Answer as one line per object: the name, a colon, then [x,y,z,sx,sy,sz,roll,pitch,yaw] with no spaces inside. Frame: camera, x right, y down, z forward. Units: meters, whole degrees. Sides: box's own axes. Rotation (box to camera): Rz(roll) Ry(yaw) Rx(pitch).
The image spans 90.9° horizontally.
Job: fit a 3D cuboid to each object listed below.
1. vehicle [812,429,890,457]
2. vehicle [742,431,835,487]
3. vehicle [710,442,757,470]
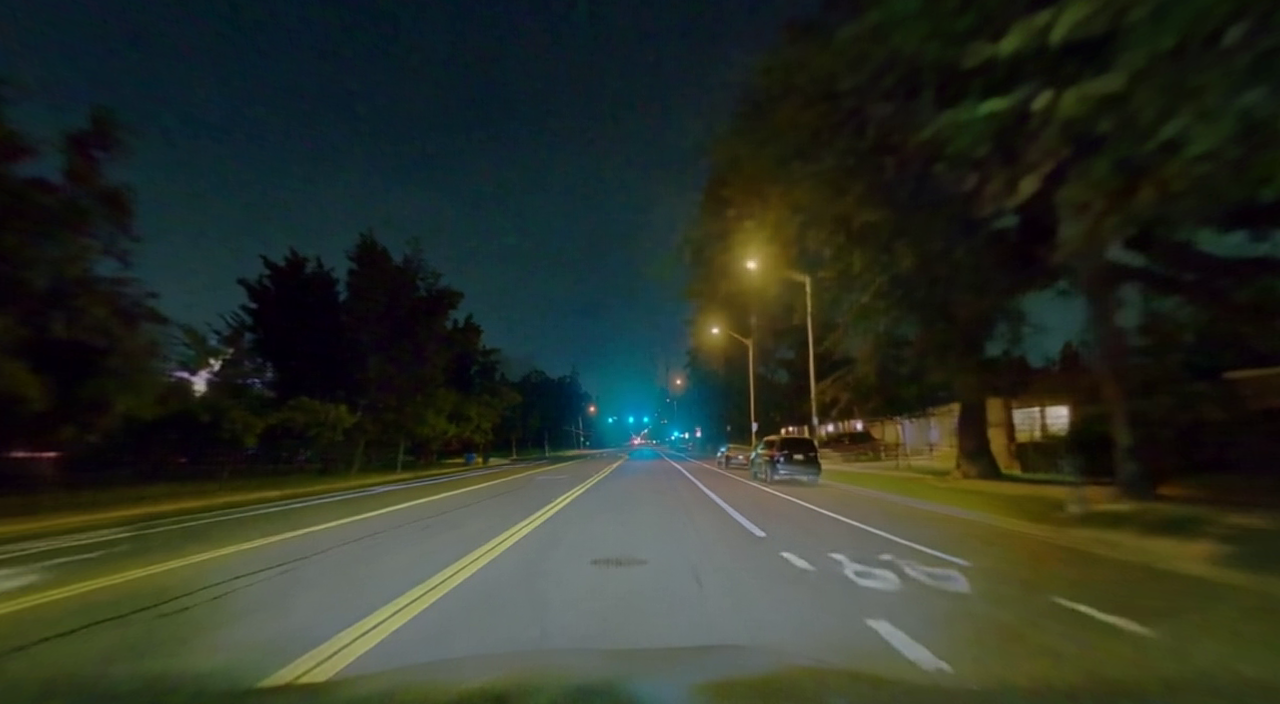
vehicle: [13.620,5.919,40.908,4.283,1.750,2.227,0,-9,4]
vehicle: [5.021,3.683,22.012,2.069,1.743,4.595,0,-8,-1]
vehicle: [5.265,5.925,36.127,1.995,1.472,4.884,0,-8,0]
